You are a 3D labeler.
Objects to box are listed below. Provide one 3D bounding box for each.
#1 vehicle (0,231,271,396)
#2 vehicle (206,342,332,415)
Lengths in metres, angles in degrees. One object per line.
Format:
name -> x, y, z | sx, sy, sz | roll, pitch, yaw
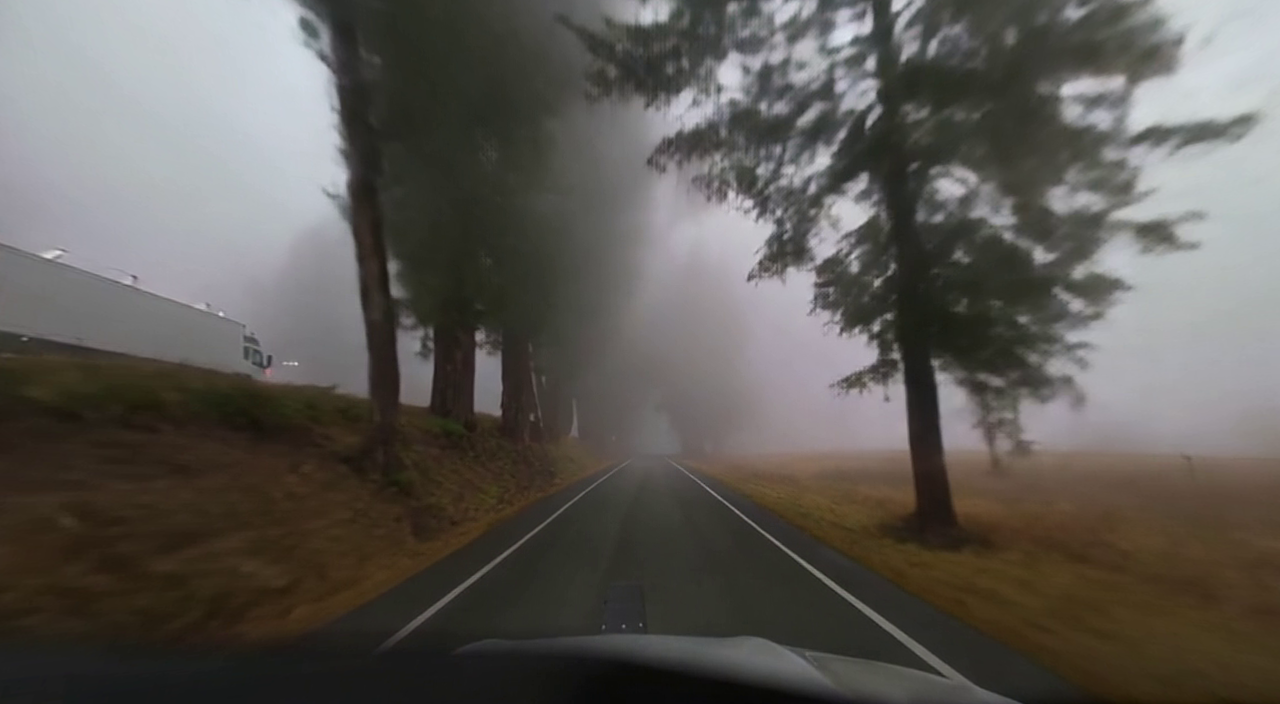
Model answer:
vehicle -> -25.266, -0.962, 31.138 | 3.314, 4.163, 16.558 | -1, -11, 3
vehicle -> -24.070, 1.878, 41.640 | 3.022, 4.324, 8.607 | -1, -4, 1
